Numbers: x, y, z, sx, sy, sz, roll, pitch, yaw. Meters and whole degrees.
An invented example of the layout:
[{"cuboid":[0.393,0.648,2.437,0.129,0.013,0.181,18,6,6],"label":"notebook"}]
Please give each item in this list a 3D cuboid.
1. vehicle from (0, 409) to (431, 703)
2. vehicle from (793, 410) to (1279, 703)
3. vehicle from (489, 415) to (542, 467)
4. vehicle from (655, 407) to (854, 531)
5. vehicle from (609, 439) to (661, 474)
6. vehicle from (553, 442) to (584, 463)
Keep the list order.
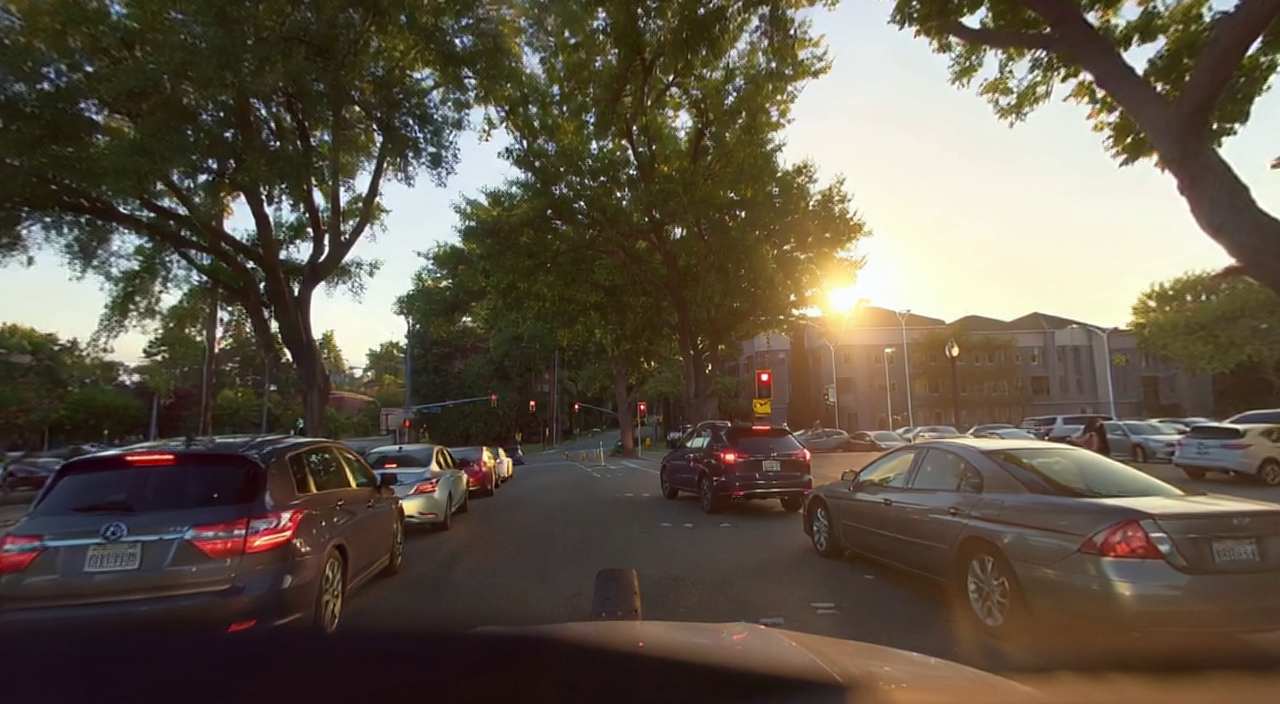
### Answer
[{"cuboid":[-2.894,1.339,5.109,1.968,1.497,4.286,2,-9,-15],"label":"vehicle"},{"cuboid":[3.155,1.401,5.624,1.904,1.494,4.864,1,-8,-6],"label":"vehicle"},{"cuboid":[-8.485,6.216,43.930,2.820,3.263,7.986,1,-8,-6],"label":"vehicle"},{"cuboid":[1.902,2.254,12.842,2.324,1.907,5.634,1,-8,-7],"label":"vehicle"},{"cuboid":[-0.317,4.789,29.179,1.910,1.493,4.490,1,-8,-7],"label":"vehicle"},{"cuboid":[-5.274,7.359,46.508,2.095,1.473,4.301,1,-8,-7],"label":"vehicle"}]
